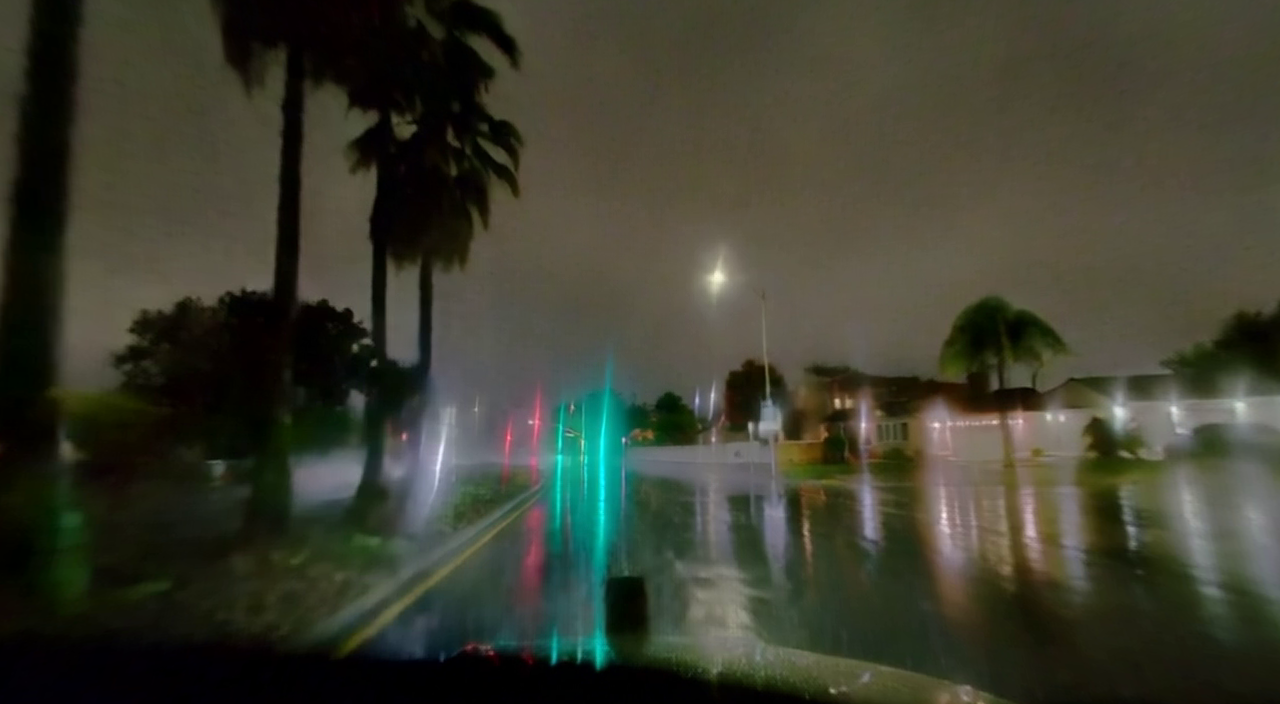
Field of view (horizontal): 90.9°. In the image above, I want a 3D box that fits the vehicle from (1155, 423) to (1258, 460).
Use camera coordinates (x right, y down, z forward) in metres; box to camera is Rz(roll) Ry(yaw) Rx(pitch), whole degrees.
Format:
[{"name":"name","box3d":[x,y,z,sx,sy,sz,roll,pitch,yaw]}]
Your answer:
[{"name":"vehicle","box3d":[25.408,4.027,28.456,1.702,1.536,3.896,-1,-8,14]}]
